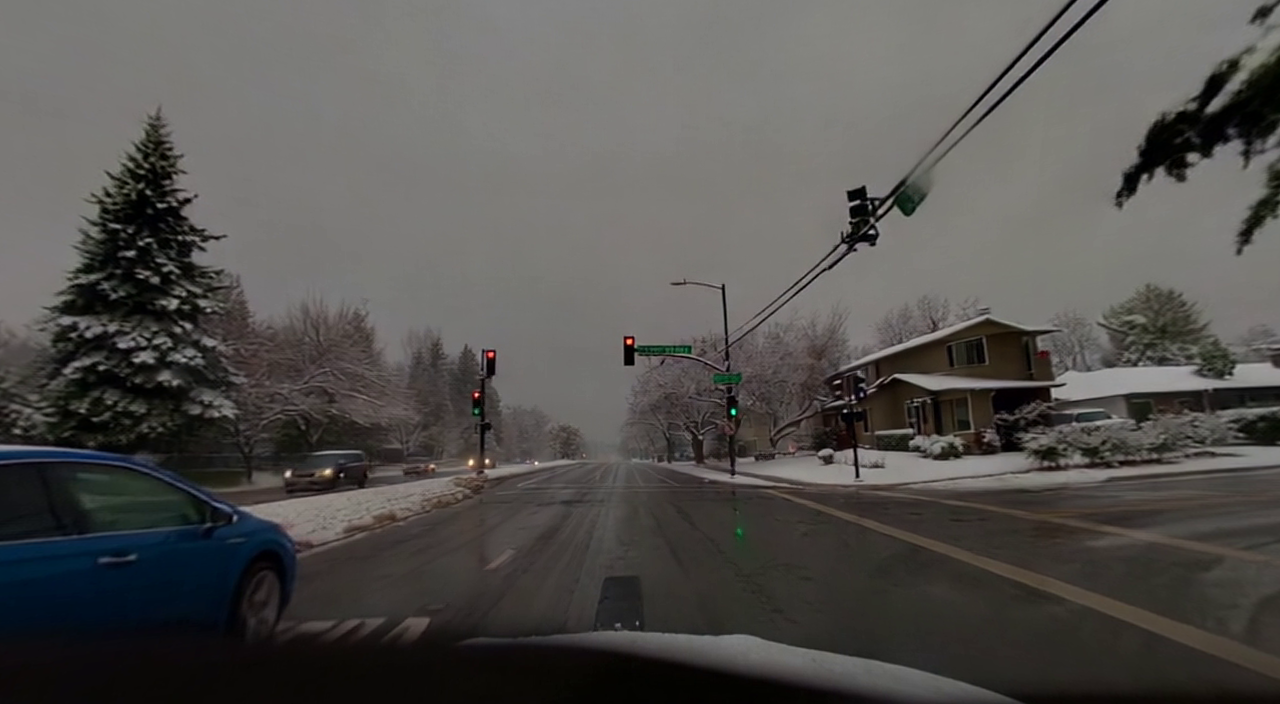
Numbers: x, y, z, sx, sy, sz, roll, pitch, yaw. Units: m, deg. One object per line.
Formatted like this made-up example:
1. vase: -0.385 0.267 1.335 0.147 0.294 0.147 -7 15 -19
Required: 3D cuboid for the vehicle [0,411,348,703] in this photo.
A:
1. vehicle: -3.662 1.122 3.400 1.980 1.508 4.502 0 -8 0
